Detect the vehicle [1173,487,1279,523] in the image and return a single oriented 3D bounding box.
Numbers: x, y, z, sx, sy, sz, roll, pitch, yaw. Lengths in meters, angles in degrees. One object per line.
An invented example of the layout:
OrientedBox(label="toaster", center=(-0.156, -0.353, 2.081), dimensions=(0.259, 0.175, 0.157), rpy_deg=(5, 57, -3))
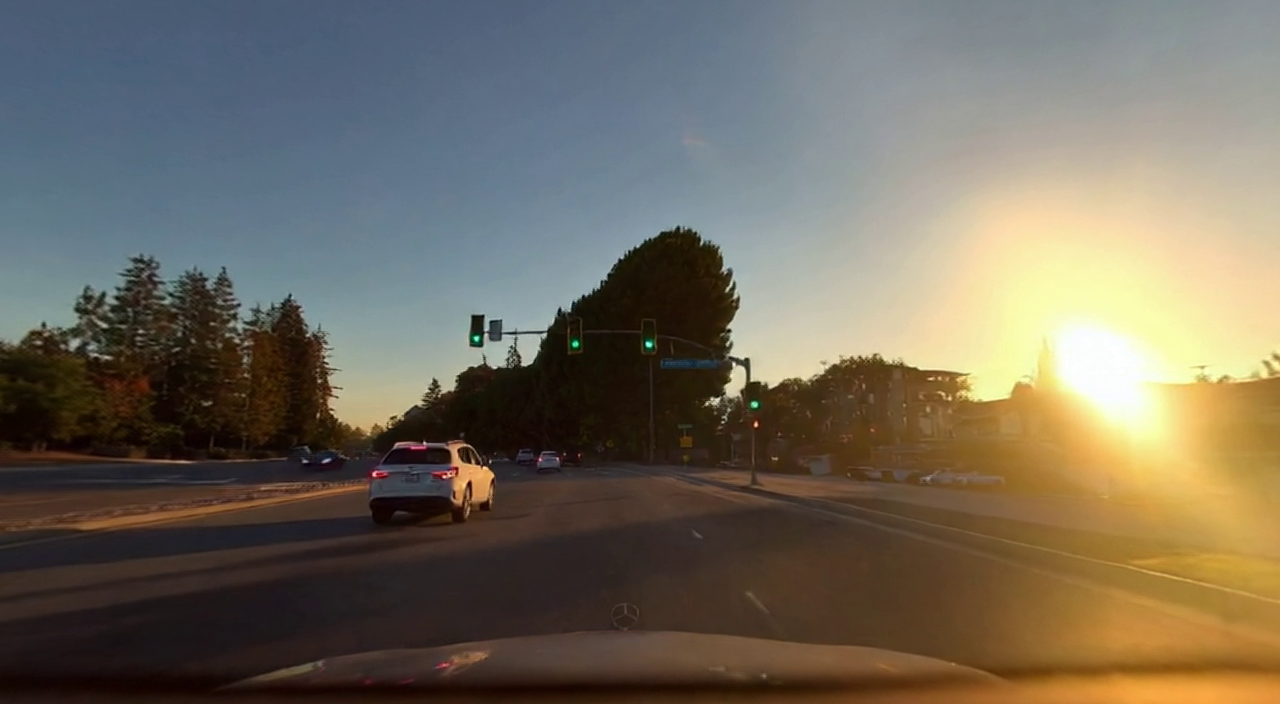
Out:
OrientedBox(label="vehicle", center=(35.179, 9.112, 37.904), dimensions=(1.791, 1.703, 4.779), rpy_deg=(2, -9, -7))

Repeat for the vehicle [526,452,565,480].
OrientedBox(label="vehicle", center=(-5.339, 6.446, 36.019), dimensions=(1.904, 1.476, 3.736), rpy_deg=(1, -9, -4))

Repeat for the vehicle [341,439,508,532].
OrientedBox(label="vehicle", center=(-4.298, 2.714, 13.559), dimensions=(2.098, 1.613, 4.606), rpy_deg=(0, -9, -2))

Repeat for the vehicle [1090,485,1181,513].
OrientedBox(label="vehicle", center=(34.364, 10.174, 43.970), dimensions=(1.815, 1.463, 4.876), rpy_deg=(3, -9, -11))
